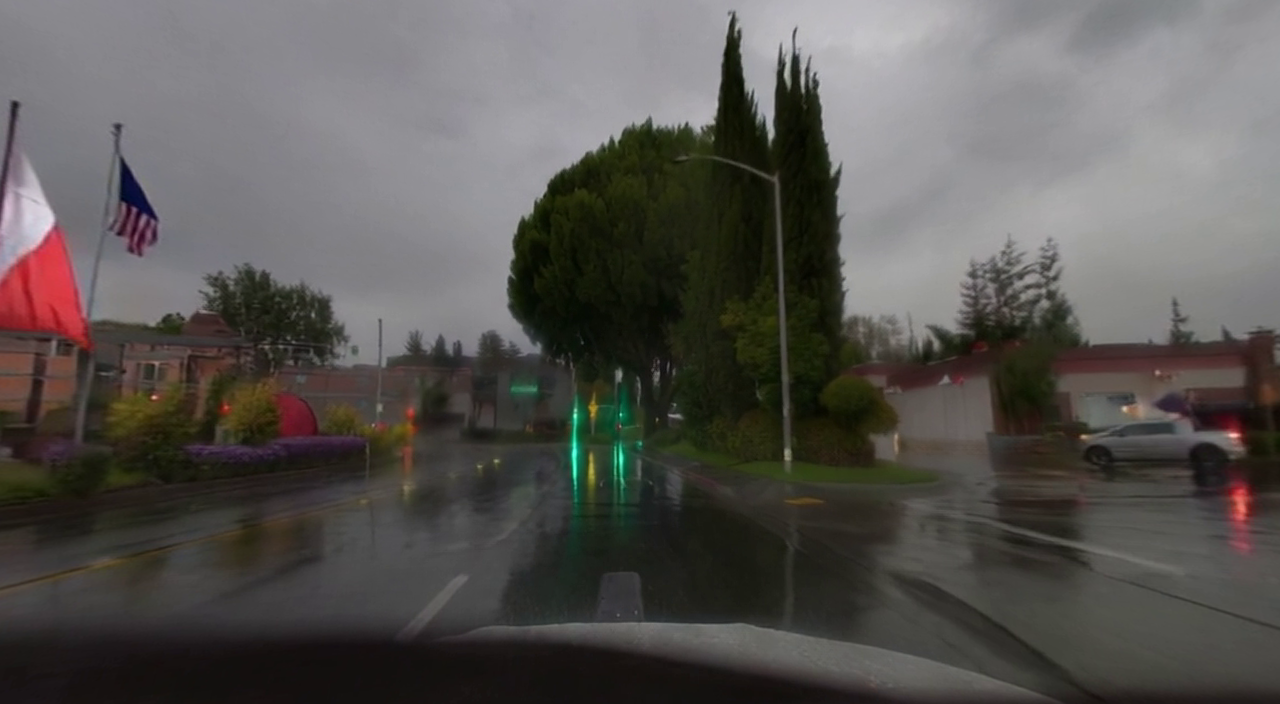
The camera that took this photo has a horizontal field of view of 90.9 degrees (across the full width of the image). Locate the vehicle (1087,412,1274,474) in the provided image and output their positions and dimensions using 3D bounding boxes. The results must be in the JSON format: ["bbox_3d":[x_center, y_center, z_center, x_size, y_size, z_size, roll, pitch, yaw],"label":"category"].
[{"bbox_3d":[19.479,3.293,23.082,1.949,2.002,4.914,1,-8,-11],"label":"vehicle"}]
